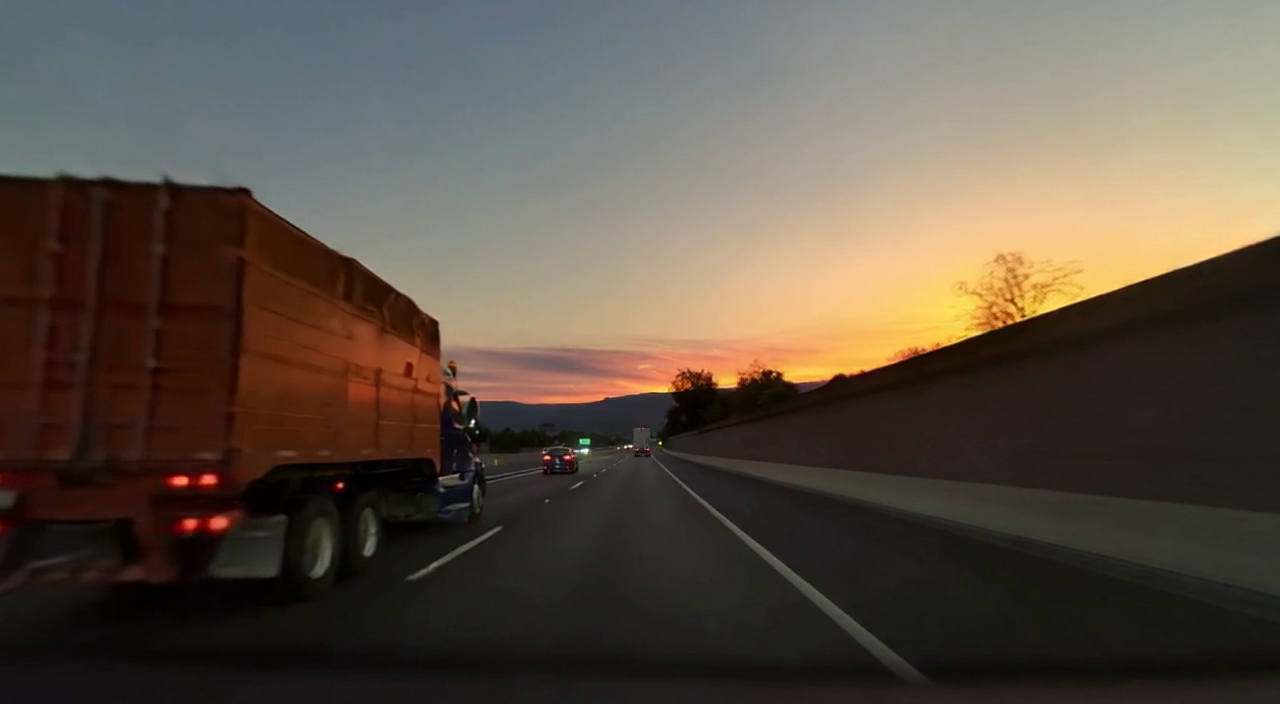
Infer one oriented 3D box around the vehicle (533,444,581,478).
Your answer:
[{"bbox_3d":[-4.077,5.399,31.526,1.880,1.569,3.714,0,-9,-1],"label":"vehicle"}]
